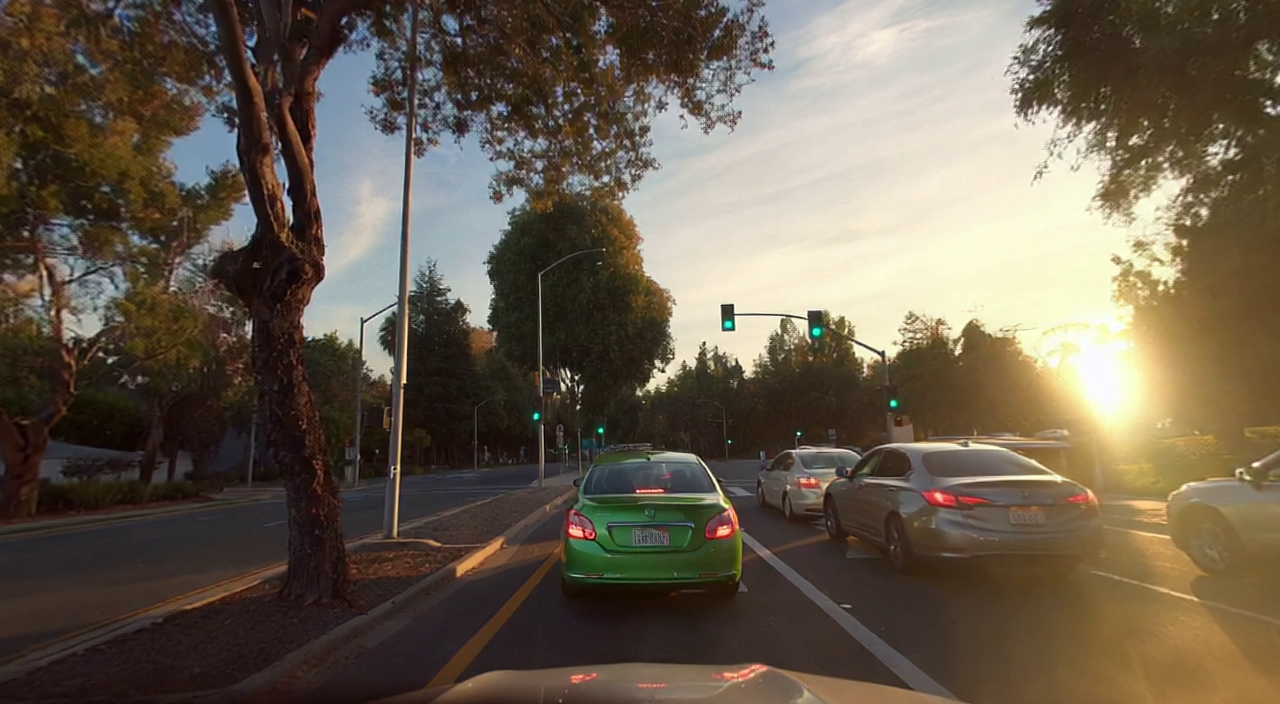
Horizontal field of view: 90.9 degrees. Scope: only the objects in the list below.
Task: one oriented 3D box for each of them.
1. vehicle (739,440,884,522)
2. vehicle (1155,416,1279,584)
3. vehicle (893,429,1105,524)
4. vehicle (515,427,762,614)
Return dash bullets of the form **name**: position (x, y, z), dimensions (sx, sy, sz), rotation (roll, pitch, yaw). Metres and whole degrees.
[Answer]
- **vehicle**: position (3.528, 2.739, 13.929), dimensions (1.934, 1.494, 4.446), rotation (0, -9, 0)
- **vehicle**: position (6.929, 1.338, 5.583), dimensions (1.783, 1.572, 3.421), rotation (0, -9, 1)
- **vehicle**: position (7.016, 2.475, 12.943), dimensions (1.923, 1.611, 4.094), rotation (0, -9, 0)
- **vehicle**: position (0.010, 1.688, 7.164), dimensions (2.015, 1.502, 3.898), rotation (0, -9, 1)
